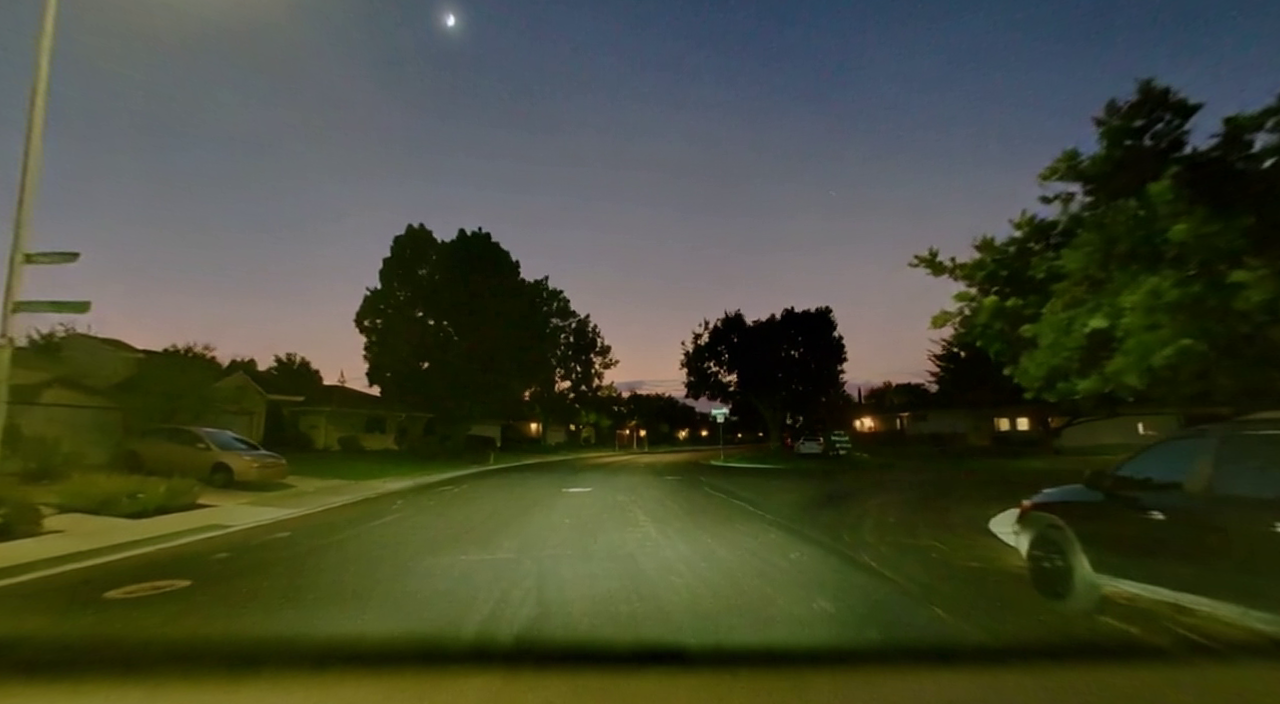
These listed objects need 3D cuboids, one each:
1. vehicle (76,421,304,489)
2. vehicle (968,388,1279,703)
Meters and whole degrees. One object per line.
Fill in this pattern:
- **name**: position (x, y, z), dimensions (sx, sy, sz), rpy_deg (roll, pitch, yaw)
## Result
- **vehicle**: position (-12.422, 2.828, 17.700), dimensions (4.790, 1.627, 2.112), rpy_deg (1, -4, 0)
- **vehicle**: position (3.872, 0.982, 3.012), dimensions (2.034, 1.583, 4.707), rpy_deg (0, -8, -1)
